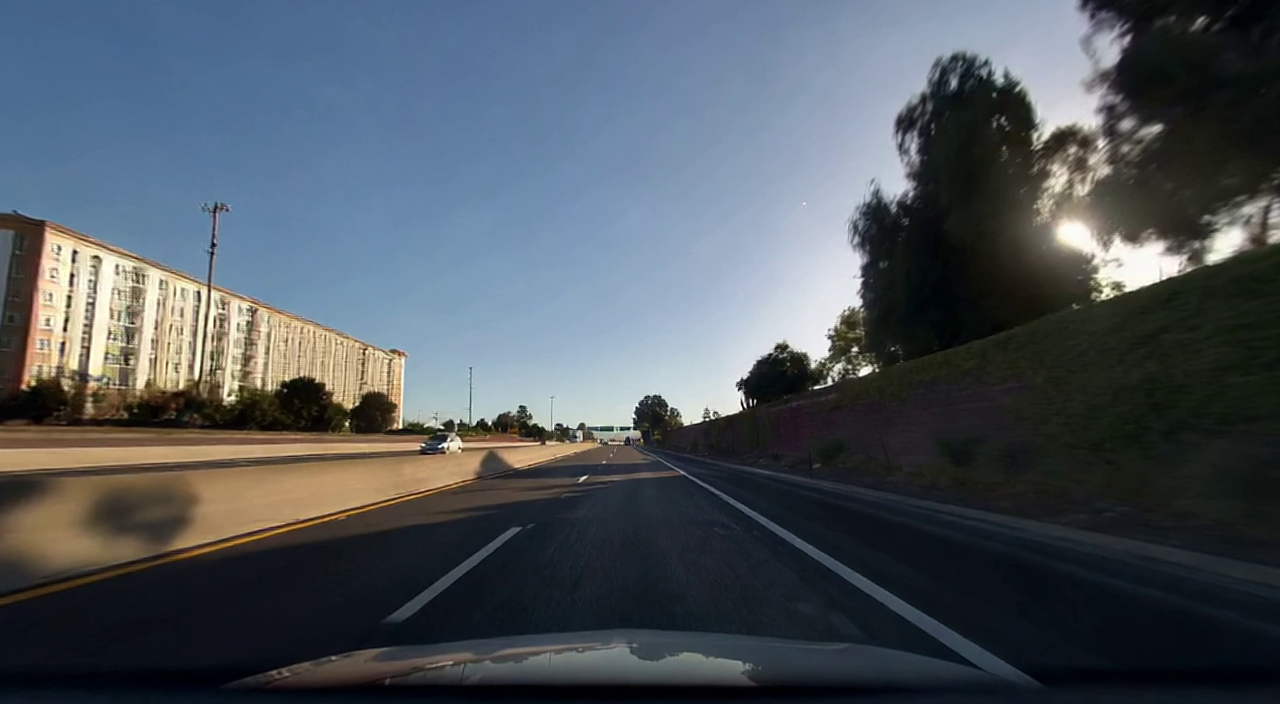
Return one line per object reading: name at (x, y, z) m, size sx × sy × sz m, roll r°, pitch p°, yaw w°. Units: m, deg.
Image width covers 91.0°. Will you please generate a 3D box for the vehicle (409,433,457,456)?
vehicle at (-14.754, 6.601, 45.090) m, size 1.894 × 1.551 × 4.534 m, roll 0°, pitch -8°, yaw 1°
